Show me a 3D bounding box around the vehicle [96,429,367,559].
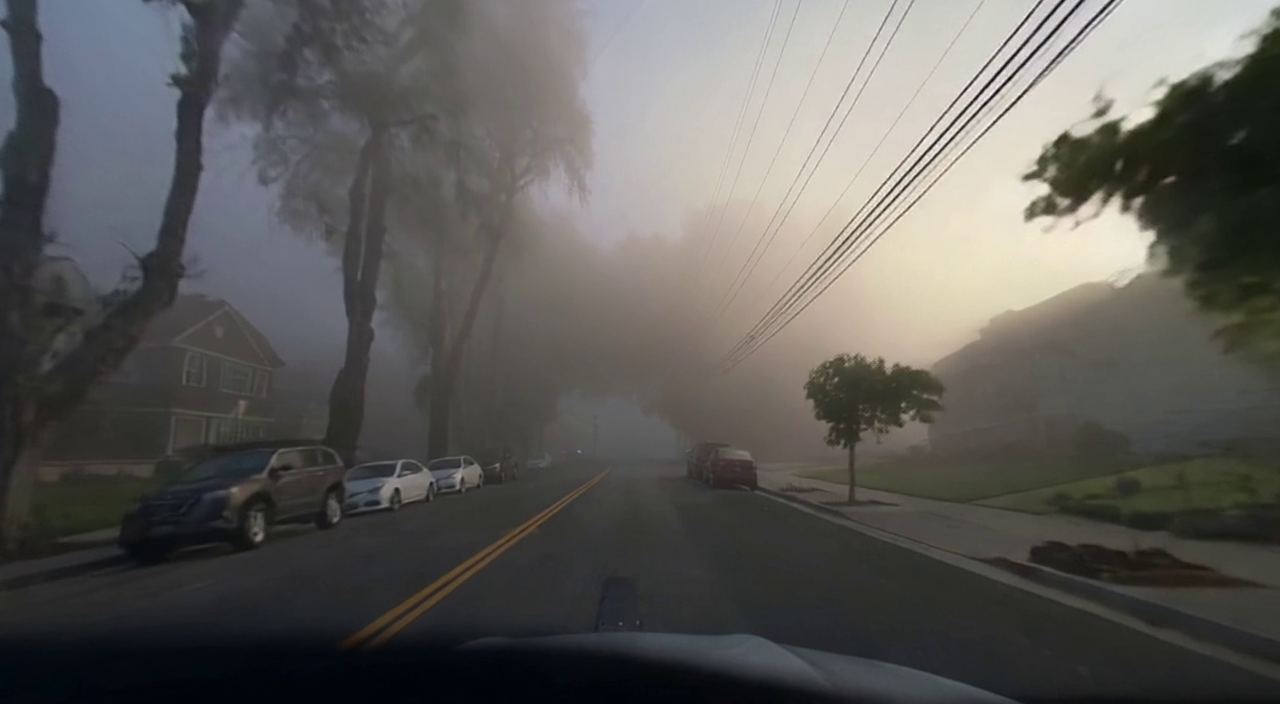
[{"bbox_3d":[-6.750,2.350,11.200,1.963,1.820,4.297,0,-9,-2],"label":"vehicle"}]

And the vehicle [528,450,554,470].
[{"bbox_3d":[-7.669,8.401,49.208,1.902,1.456,4.451,1,-9,-7],"label":"vehicle"}]

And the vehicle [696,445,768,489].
[{"bbox_3d":[3.289,4.215,23.446,1.869,1.453,4.237,0,-9,-2],"label":"vehicle"}]

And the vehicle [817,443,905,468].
[{"bbox_3d":[16.072,7.528,46.221,5.662,1.761,2.050,0,-9,0],"label":"vehicle"}]

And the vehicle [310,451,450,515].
[{"bbox_3d":[-6.839,3.464,17.244,1.860,1.469,4.573,0,-9,0],"label":"vehicle"}]

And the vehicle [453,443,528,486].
[{"bbox_3d":[-6.807,5.166,29.442,2.151,1.789,5.482,0,-9,0],"label":"vehicle"}]
